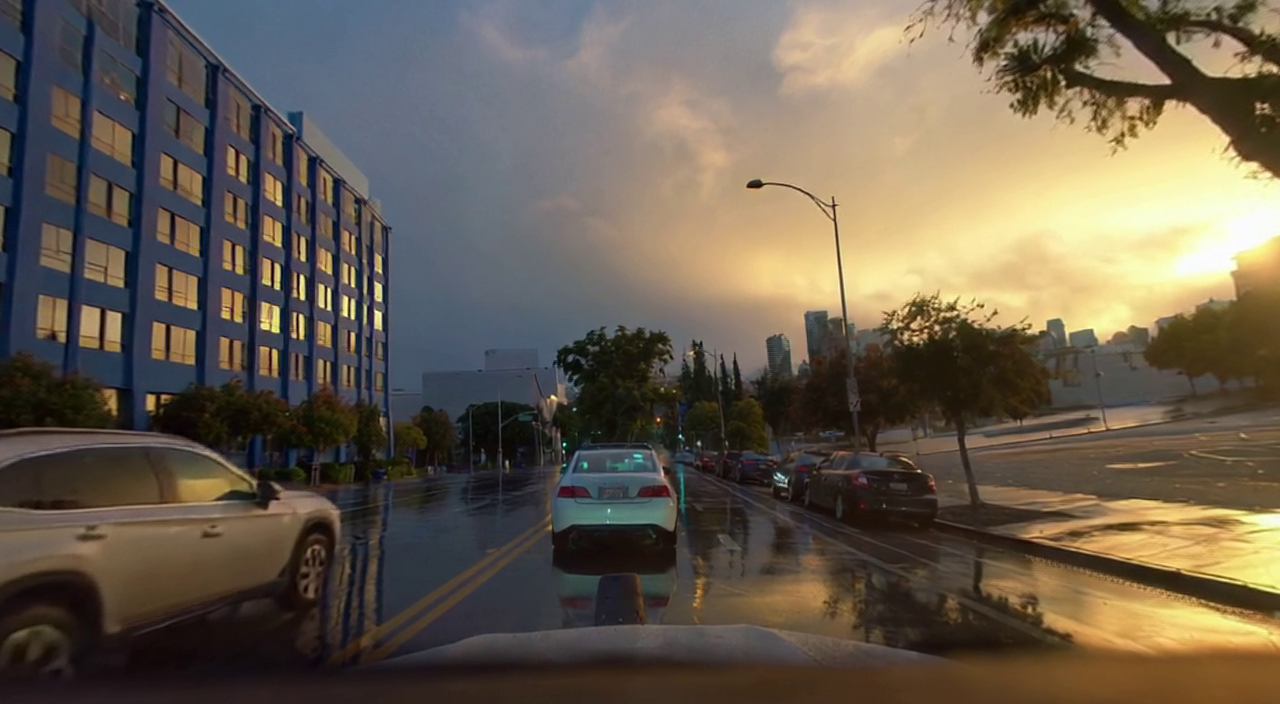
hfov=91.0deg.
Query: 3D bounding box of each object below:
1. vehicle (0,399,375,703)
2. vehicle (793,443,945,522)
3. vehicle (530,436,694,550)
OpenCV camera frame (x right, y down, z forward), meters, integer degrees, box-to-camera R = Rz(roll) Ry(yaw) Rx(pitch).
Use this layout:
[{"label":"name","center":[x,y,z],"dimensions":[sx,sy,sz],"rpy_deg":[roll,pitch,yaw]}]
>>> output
[{"label":"vehicle","center":[-3.511,1.126,3.576],"dimensions":[1.934,1.548,4.635],"rpy_deg":[0,-9,1]},{"label":"vehicle","center":[4.915,2.832,14.202],"dimensions":[1.832,1.491,4.054],"rpy_deg":[1,-9,-1]},{"label":"vehicle","center":[-0.384,2.237,10.670],"dimensions":[2.230,1.518,4.113],"rpy_deg":[0,-9,0]}]
